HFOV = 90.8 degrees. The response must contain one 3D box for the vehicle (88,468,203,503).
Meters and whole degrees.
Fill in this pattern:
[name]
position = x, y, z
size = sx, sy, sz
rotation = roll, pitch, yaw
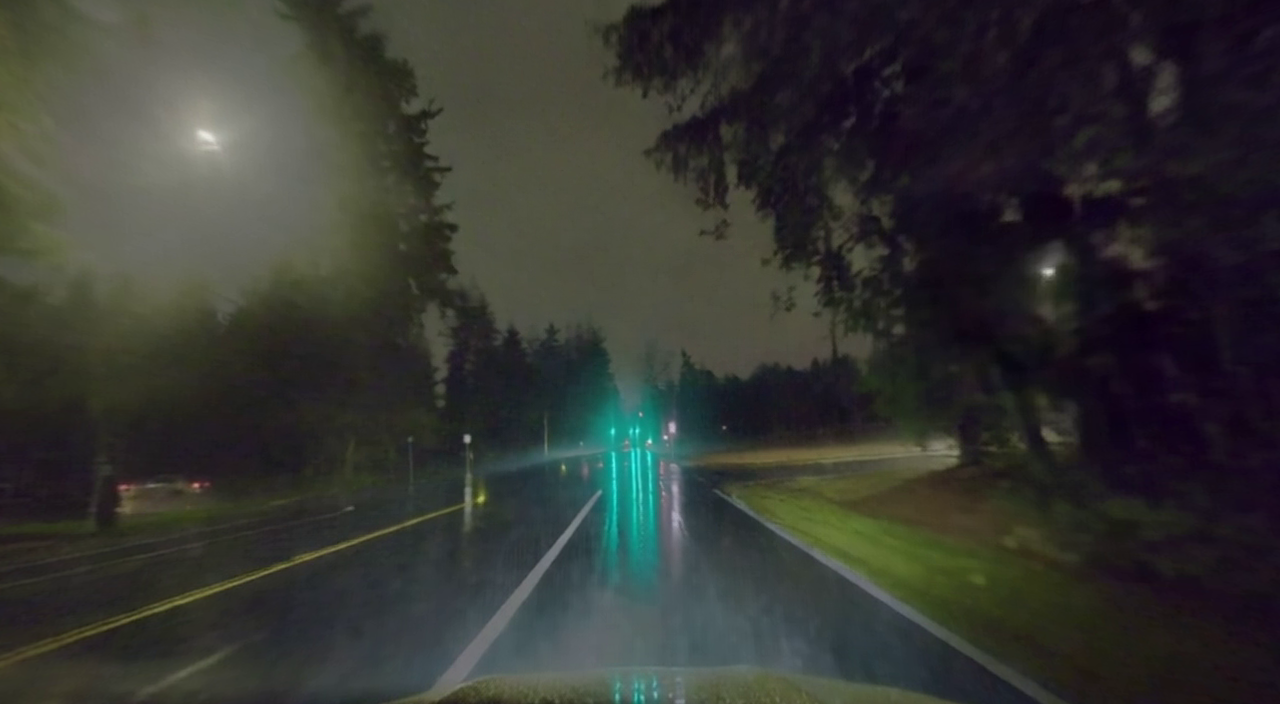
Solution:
[vehicle]
position = -23.649, 6.398, 30.342
size = 3.850, 1.521, 1.967
rotation = 0, -8, 0
